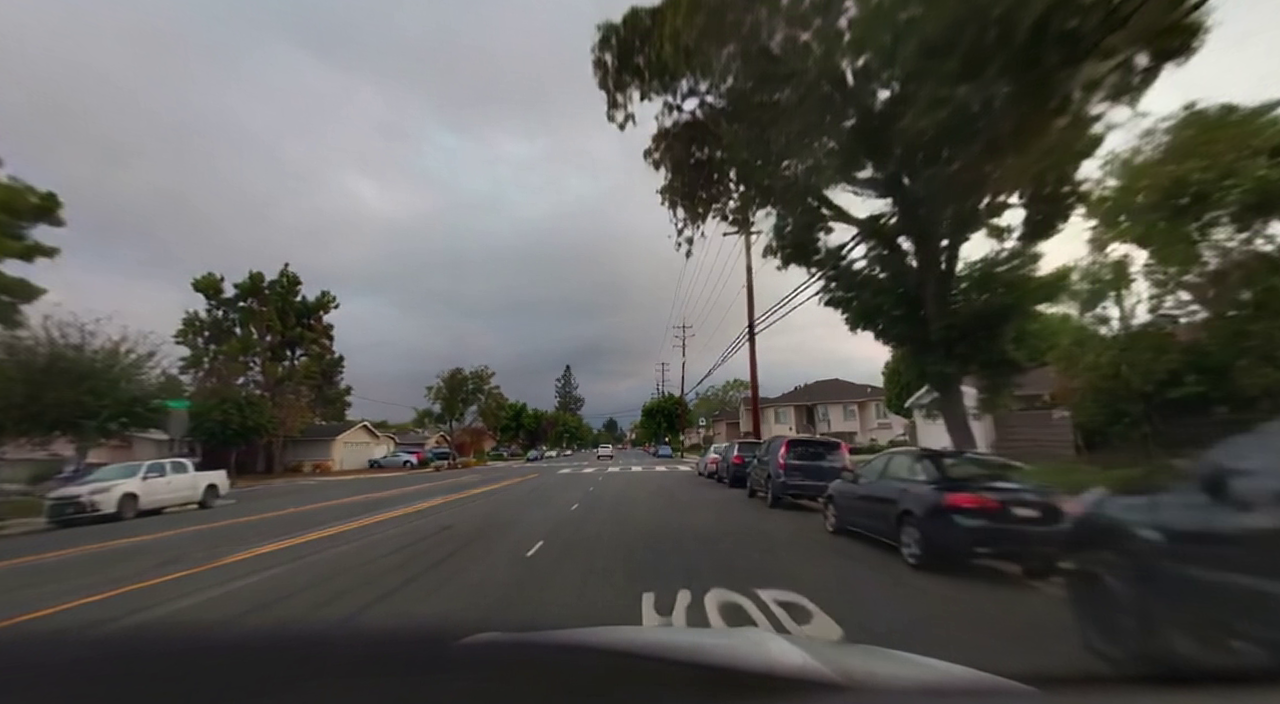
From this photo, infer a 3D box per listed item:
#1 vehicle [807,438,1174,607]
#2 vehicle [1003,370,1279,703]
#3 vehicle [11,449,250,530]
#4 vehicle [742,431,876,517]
[{"bbox_3d":[3.759,1.880,8.039,1.865,1.477,4.741,0,-9,-1],"label":"vehicle"},{"bbox_3d":[3.856,0.907,2.498,1.914,1.737,4.703,0,-9,-2],"label":"vehicle"},{"bbox_3d":[-13.788,3.678,17.778,2.229,1.878,5.540,1,-9,-2],"label":"vehicle"},{"bbox_3d":[3.746,2.792,14.873,1.852,1.715,4.110,0,-9,-2],"label":"vehicle"}]
